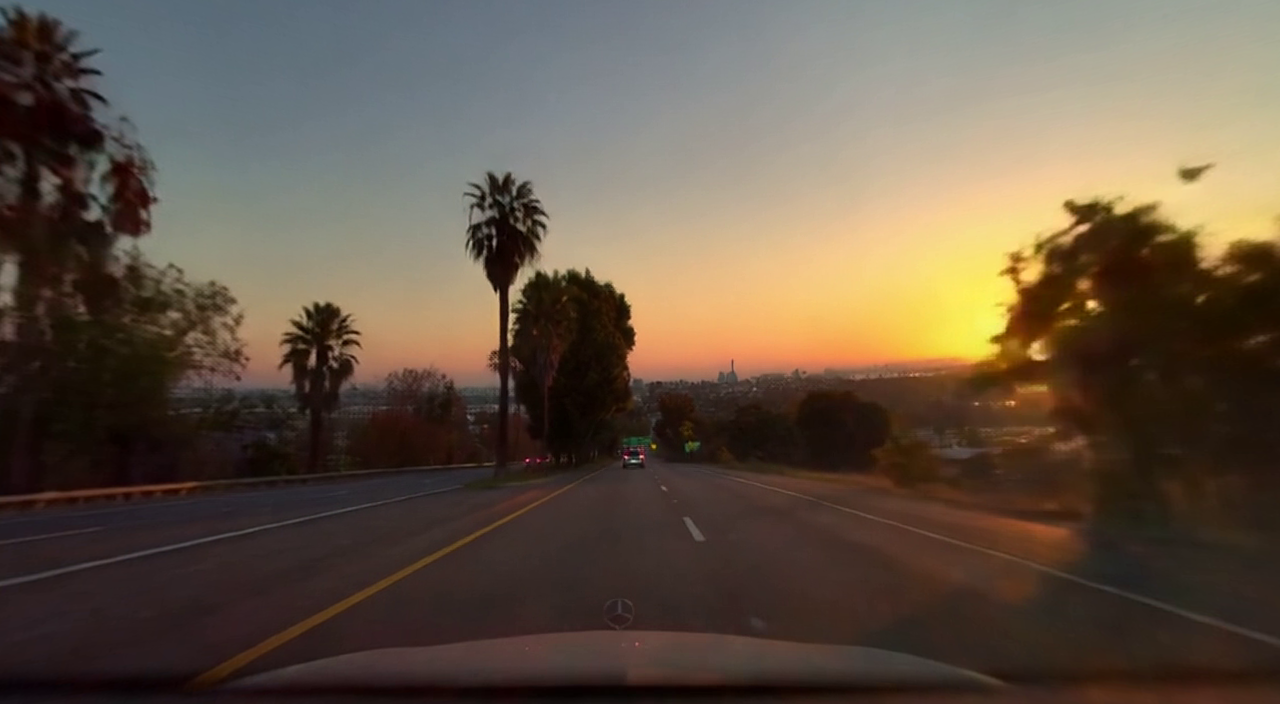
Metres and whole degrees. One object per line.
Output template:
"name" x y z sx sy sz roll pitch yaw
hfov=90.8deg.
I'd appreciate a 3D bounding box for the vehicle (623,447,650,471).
"vehicle" -0.319 8.320 49.308 2.001 1.688 4.128 0 -8 -2
